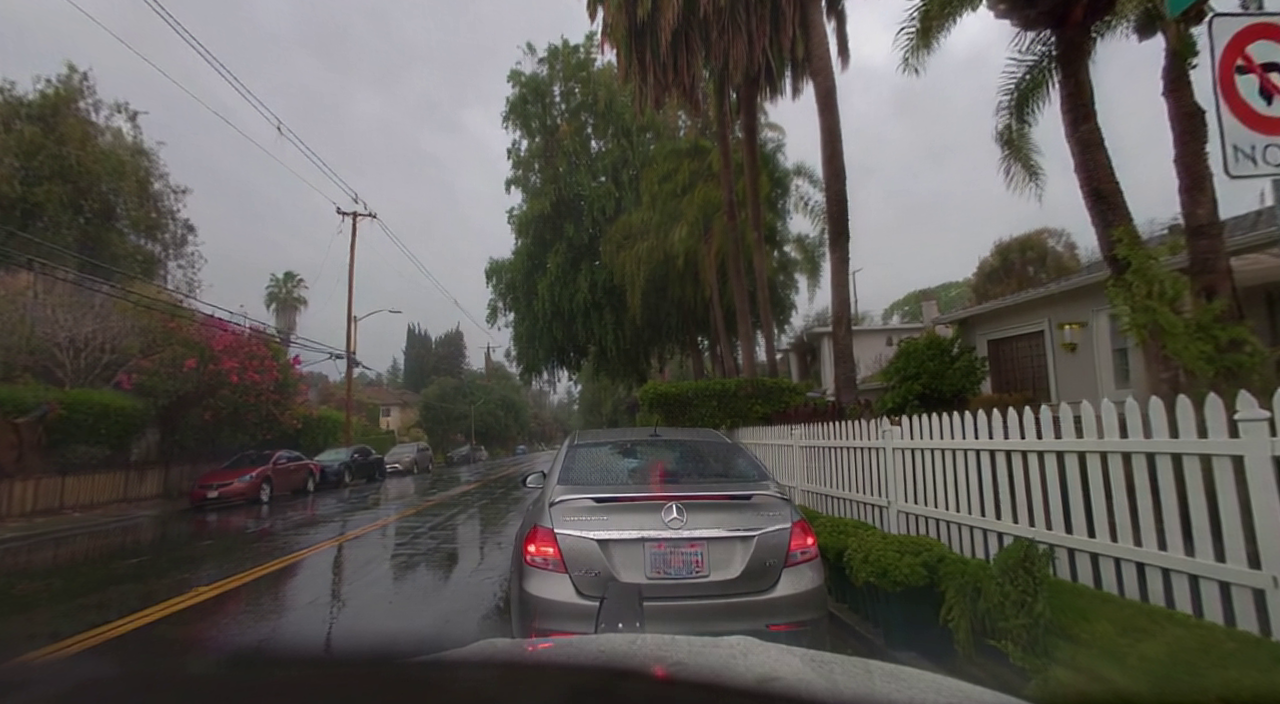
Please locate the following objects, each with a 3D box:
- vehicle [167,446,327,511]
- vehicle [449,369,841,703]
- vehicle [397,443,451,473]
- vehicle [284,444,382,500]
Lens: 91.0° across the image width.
[{"bbox_3d":[-11.401,3.650,18.805,2.017,1.627,5.039,1,-8,-7],"label":"vehicle"},{"bbox_3d":[-0.136,1.214,5.003,1.894,1.695,3.795,1,-8,-6],"label":"vehicle"},{"bbox_3d":[-13.157,6.464,38.692,2.060,1.689,4.999,1,-8,-7],"label":"vehicle"},{"bbox_3d":[-12.148,4.710,25.285,2.048,1.485,4.757,-4,-4,-8],"label":"vehicle"}]
